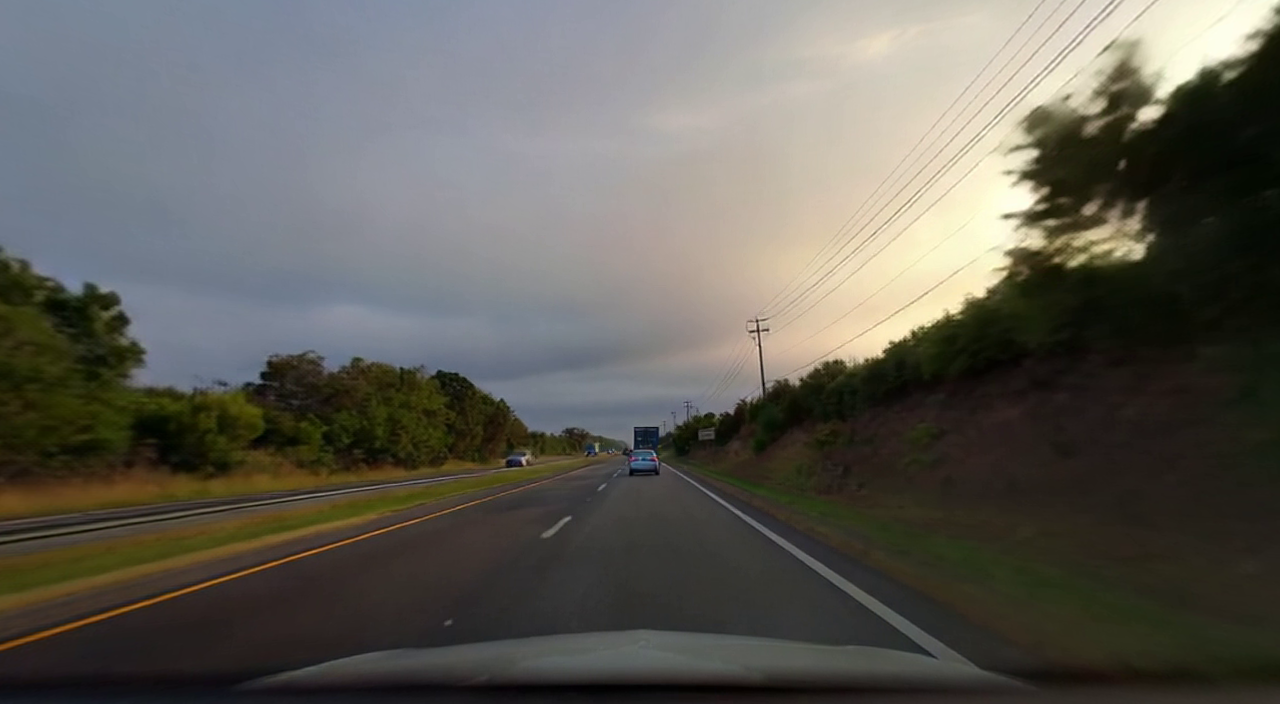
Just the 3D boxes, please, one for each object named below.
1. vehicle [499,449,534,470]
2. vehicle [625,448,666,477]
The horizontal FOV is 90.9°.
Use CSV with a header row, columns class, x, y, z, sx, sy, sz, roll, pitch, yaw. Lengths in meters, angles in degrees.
class,x,y,z,sx,sy,sz,roll,pitch,yaw
vehicle,-9.058,7.893,46.392,1.838,1.480,3.699,0,-9,0
vehicle,0.244,6.002,34.353,2.080,1.486,3.813,0,-9,-1
